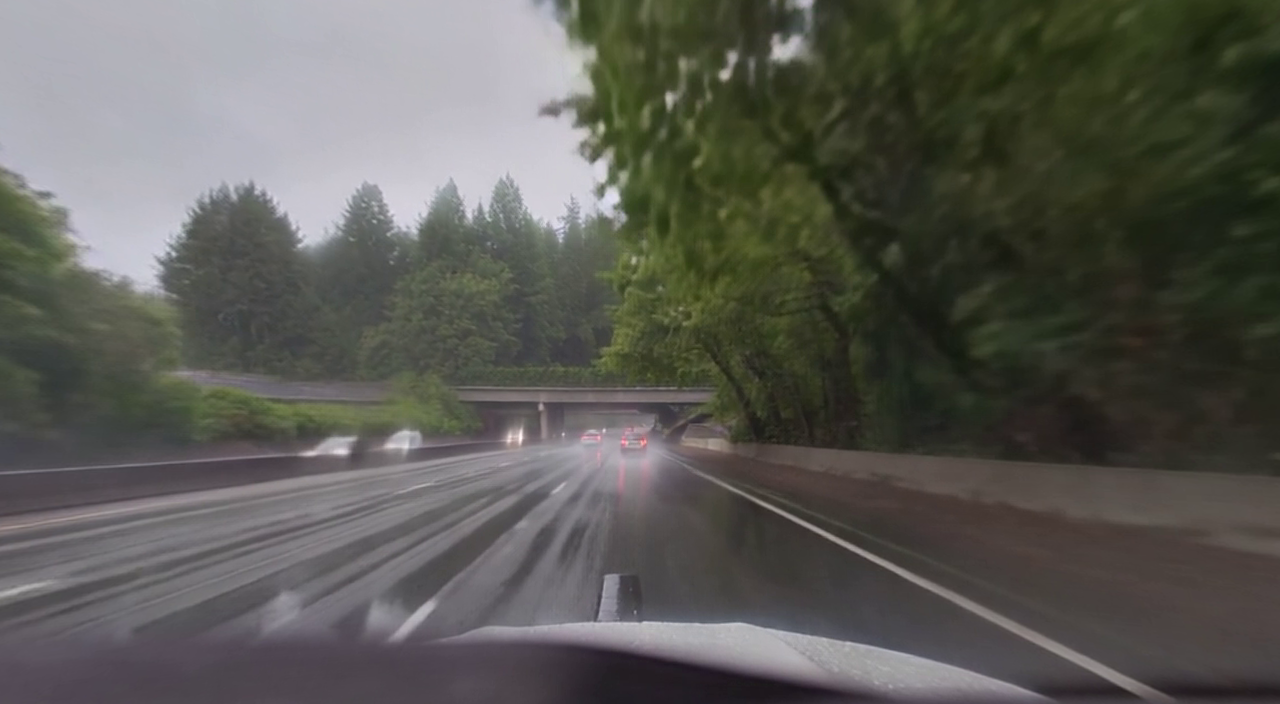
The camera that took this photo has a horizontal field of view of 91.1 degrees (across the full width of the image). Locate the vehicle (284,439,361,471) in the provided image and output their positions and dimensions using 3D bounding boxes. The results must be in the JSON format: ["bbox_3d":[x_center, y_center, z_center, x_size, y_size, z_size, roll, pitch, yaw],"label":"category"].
[{"bbox_3d":[-16.416,5.291,32.701,1.947,1.519,4.008,0,-8,-1],"label":"vehicle"}]
